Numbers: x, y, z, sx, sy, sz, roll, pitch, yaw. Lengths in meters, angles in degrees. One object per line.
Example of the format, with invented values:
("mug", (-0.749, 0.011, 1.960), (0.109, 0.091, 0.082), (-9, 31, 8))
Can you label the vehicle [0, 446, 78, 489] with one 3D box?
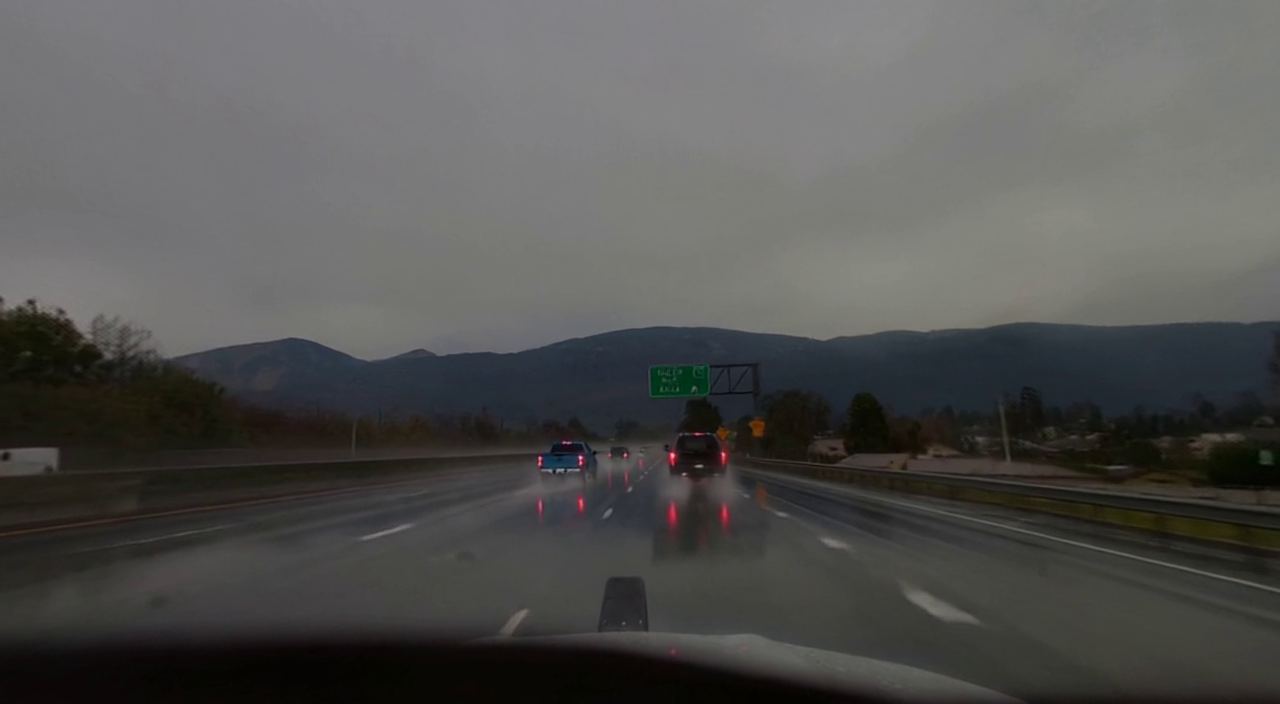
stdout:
("vehicle", (-38.333, 6.905, 37.971), (2.443, 2.489, 6.703), (-1, -9, 4))

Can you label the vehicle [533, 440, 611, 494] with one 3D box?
("vehicle", (-2.163, 3.790, 21.165), (1.959, 1.604, 4.065), (-1, -9, 3))

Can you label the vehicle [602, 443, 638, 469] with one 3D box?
("vehicle", (-1.370, 7.250, 44.098), (2.106, 1.651, 4.040), (-1, -9, 4))

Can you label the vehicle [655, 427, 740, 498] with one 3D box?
("vehicle", (1.624, 3.333, 19.362), (2.229, 1.837, 5.387), (-1, -9, 2))
